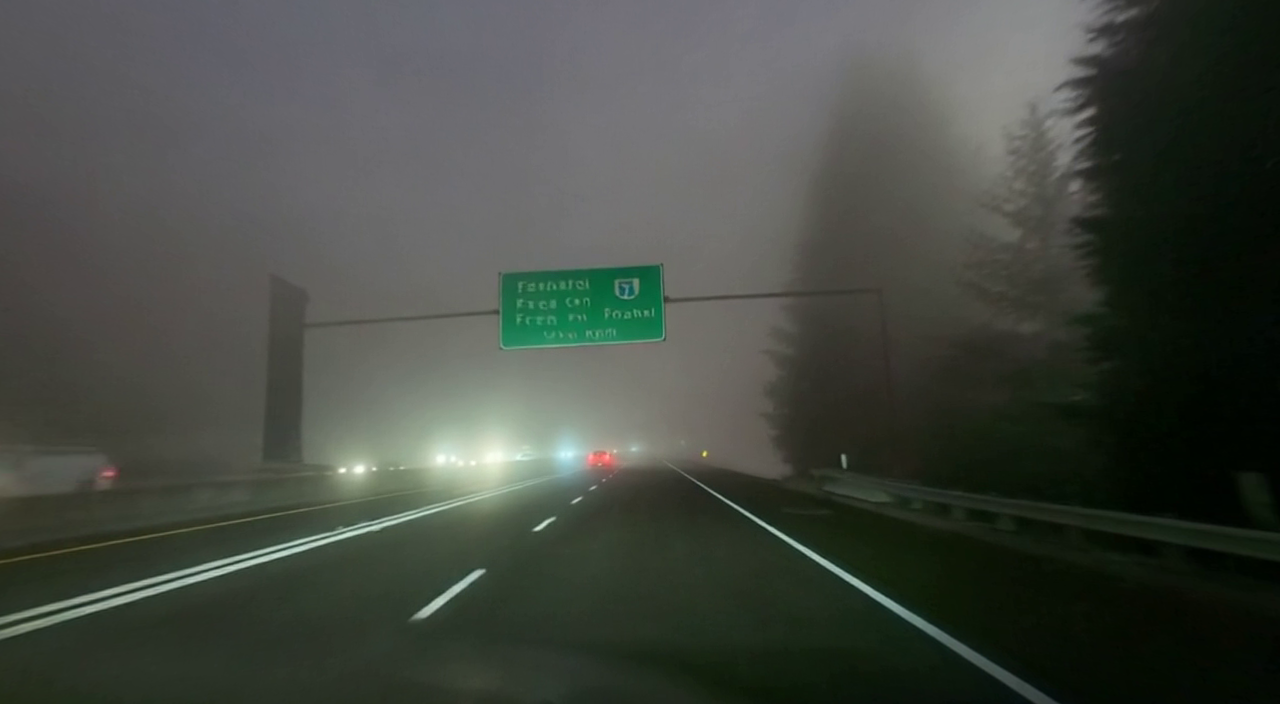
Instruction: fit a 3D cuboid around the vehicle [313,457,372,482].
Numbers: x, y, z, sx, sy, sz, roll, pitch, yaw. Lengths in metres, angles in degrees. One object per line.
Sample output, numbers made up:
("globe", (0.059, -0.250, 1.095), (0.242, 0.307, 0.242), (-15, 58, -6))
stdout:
("vehicle", (-19.349, 7.618, 40.902), (1.800, 1.493, 3.928), (0, -9, 2))
